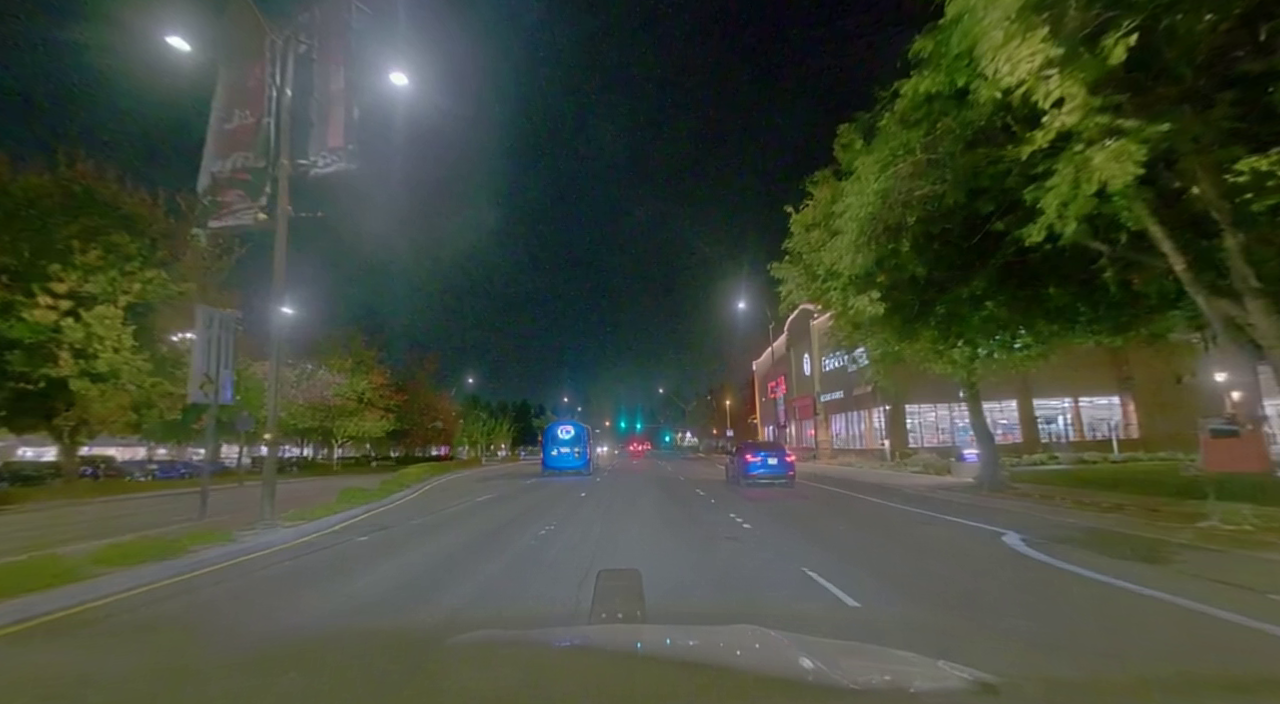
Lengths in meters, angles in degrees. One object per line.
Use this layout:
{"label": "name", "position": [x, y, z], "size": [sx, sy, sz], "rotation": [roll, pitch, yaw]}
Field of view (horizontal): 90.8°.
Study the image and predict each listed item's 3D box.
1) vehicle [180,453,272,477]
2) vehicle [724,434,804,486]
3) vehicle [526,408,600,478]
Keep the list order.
{"label": "vehicle", "position": [-31.872, 8.675, 48.822], "size": [5.692, 1.725, 2.144], "rotation": [5, -10, -33]}
{"label": "vehicle", "position": [4.262, 3.784, 22.381], "size": [1.869, 1.646, 4.166], "rotation": [0, -9, -2]}
{"label": "vehicle", "position": [-3.265, 4.072, 28.126], "size": [2.443, 2.784, 5.862], "rotation": [0, -9, 1]}
